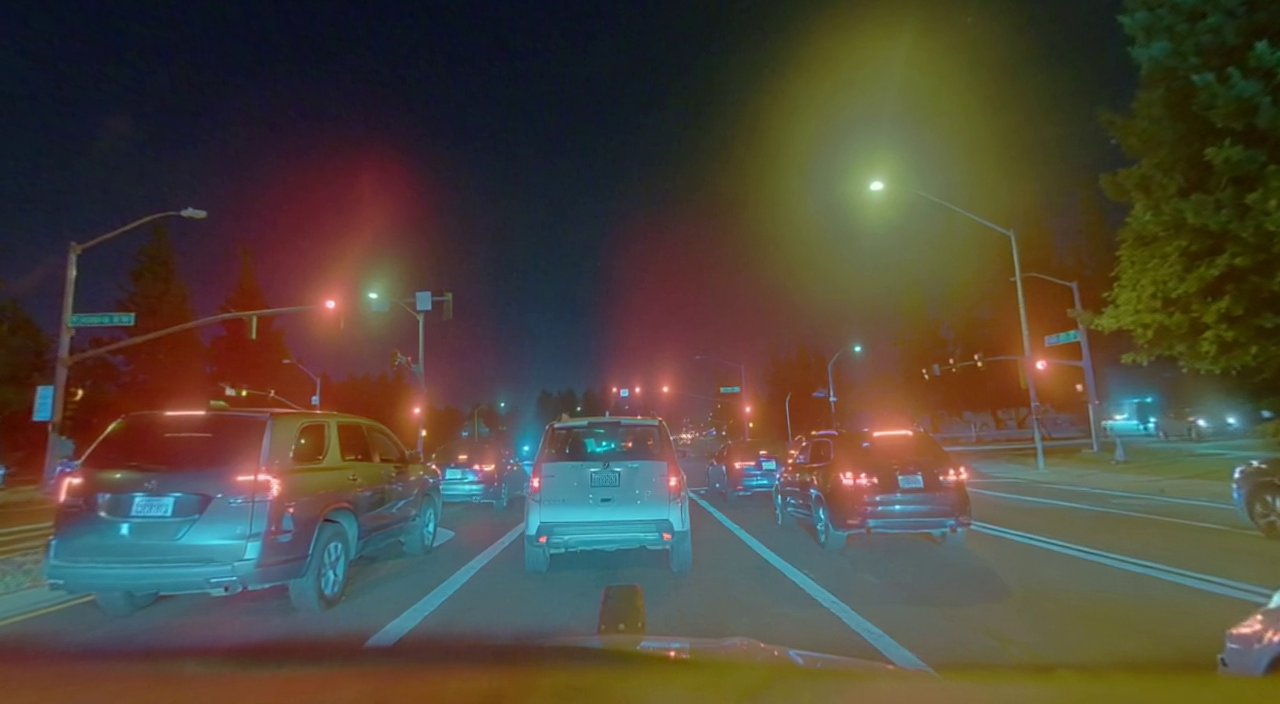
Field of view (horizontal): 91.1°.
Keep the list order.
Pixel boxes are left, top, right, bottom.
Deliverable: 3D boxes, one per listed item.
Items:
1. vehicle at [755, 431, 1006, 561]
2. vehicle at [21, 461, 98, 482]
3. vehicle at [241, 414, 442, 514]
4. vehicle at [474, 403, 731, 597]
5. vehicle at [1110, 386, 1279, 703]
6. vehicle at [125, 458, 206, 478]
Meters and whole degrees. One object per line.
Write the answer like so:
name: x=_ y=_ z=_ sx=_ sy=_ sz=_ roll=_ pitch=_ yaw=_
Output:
vehicle: x=3.166 y=1.986 z=9.469 sx=1.971 sy=1.473 sz=4.495 roll=0 pitch=-9 yaw=0
vehicle: x=-45.662 y=9.387 z=49.385 sx=4.232 sy=1.498 sz=1.791 roll=0 pitch=-9 yaw=1
vehicle: x=-6.722 y=2.588 z=14.986 sx=2.214 sy=1.953 sz=5.017 roll=0 pitch=-9 yaw=1
vehicle: x=-0.310 y=1.604 z=7.625 sx=2.256 sy=1.694 sz=4.055 roll=0 pitch=-9 yaw=1
vehicle: x=3.303 y=0.673 z=0.839 sx=1.980 sy=1.515 sz=4.362 roll=0 pitch=-9 yaw=1
vehicle: x=-37.334 y=9.148 z=49.461 sx=4.914 sy=1.487 sz=1.850 roll=0 pitch=-9 yaw=1
